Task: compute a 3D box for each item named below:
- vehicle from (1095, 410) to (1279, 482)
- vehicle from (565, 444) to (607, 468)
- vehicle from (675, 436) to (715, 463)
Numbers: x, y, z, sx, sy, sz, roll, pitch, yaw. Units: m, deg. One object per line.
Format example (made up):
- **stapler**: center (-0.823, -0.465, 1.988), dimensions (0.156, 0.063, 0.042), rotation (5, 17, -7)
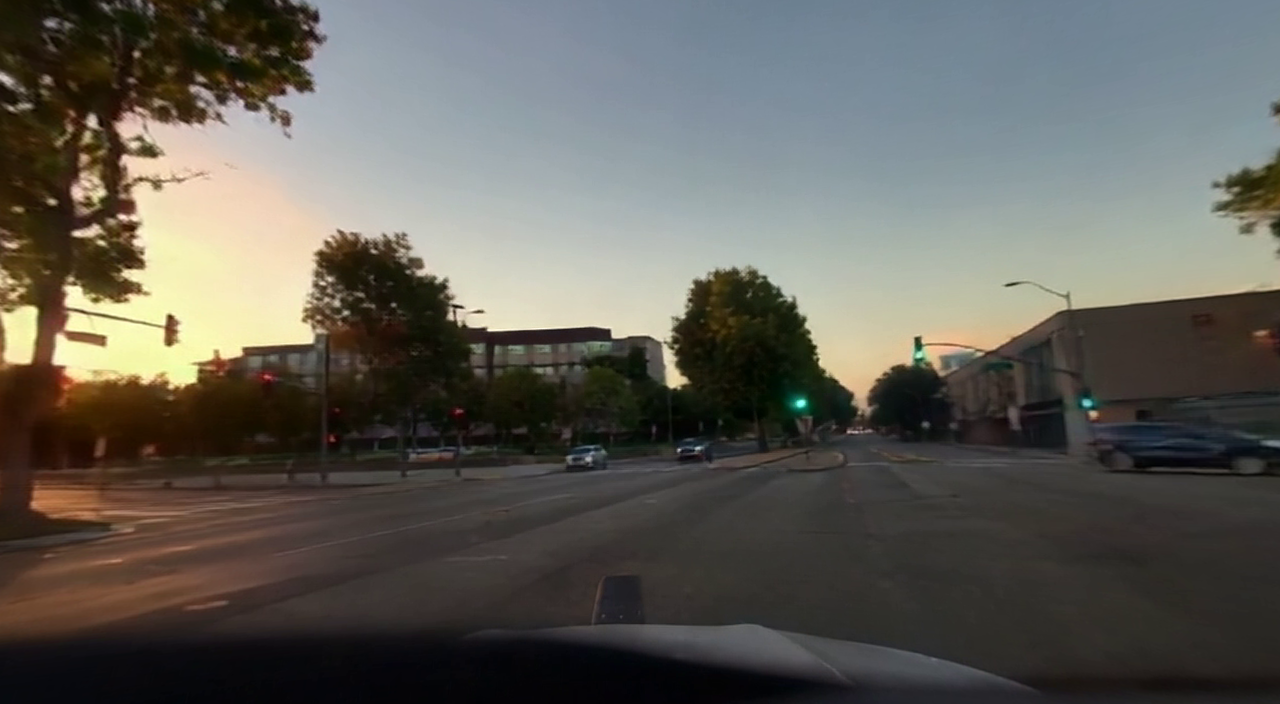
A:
- **vehicle**: center (14.900, 2.443, 16.372), dimensions (4.652, 1.674, 1.998), rotation (-8, -12, 43)
- **vehicle**: center (-3.586, 6.982, 42.624), dimensions (1.786, 1.499, 3.797), rotation (-2, -9, 12)
- **vehicle**: center (3.585, 6.229, 40.419), dimensions (2.034, 1.663, 4.025), rotation (-2, -9, 12)
